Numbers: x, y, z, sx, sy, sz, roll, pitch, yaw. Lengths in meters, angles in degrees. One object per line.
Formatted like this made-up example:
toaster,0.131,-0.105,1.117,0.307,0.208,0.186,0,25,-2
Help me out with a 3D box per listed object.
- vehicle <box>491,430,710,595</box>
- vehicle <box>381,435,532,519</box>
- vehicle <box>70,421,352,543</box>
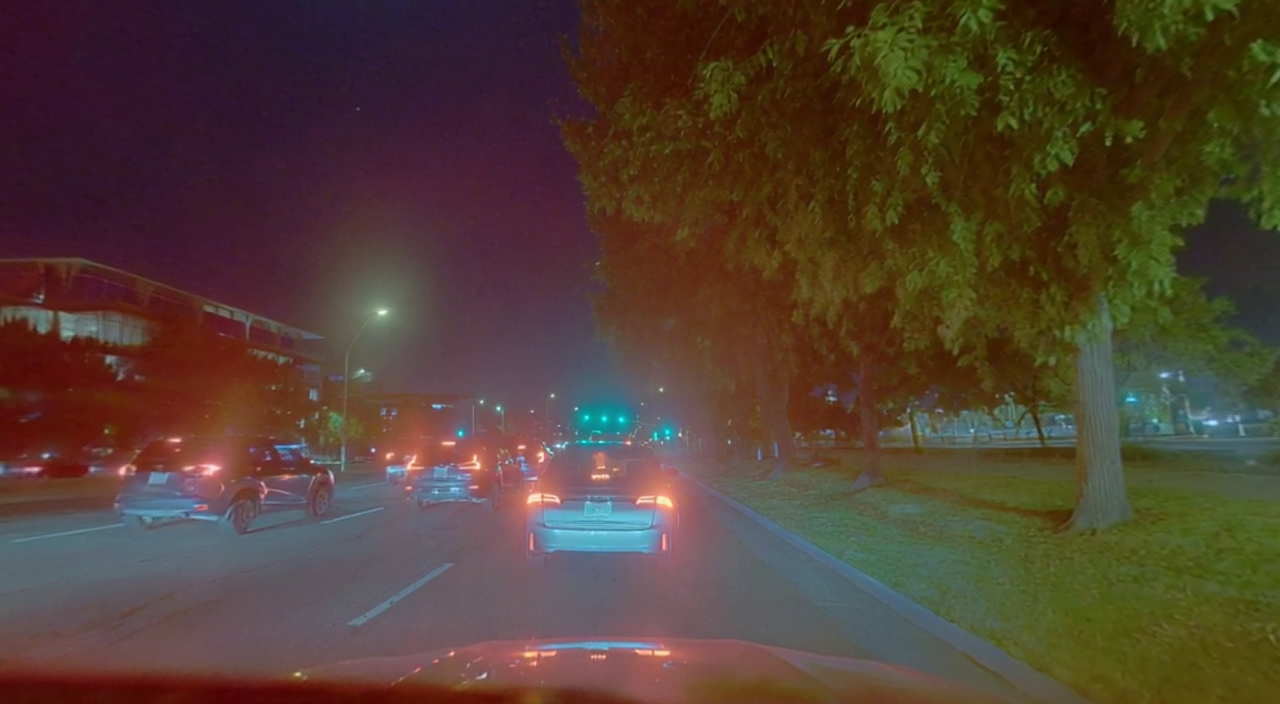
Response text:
vehicle,-0.386,1.821,8.025,2.066,1.544,3.954,0,-9,0
vehicle,-3.785,2.655,13.992,1.913,1.521,4.539,0,-9,1
vehicle,-7.321,2.233,11.497,2.068,1.784,4.224,0,-9,1
